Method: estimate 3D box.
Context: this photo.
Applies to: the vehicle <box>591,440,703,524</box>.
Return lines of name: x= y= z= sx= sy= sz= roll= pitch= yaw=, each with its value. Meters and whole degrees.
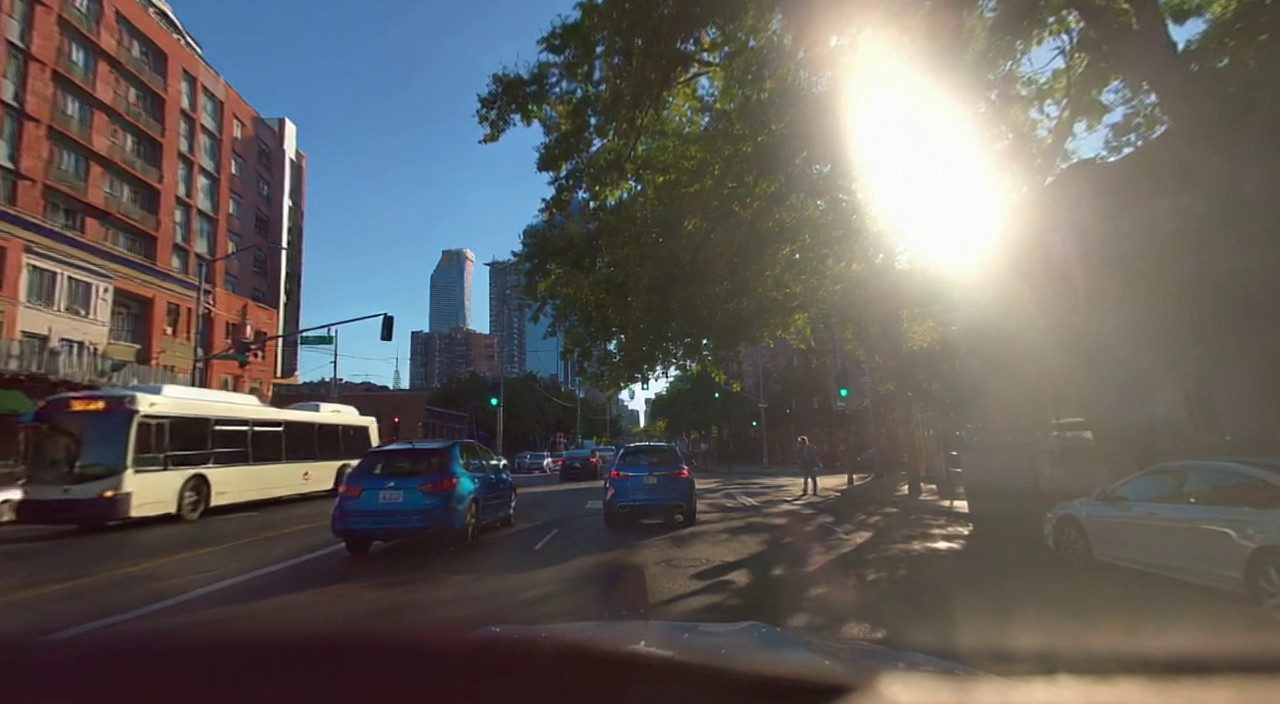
vehicle: x=0.088 y=2.633 z=13.258 sx=2.022 sy=1.481 sz=3.564 roll=0 pitch=-9 yaw=-1

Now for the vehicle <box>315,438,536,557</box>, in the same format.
vehicle: x=-3.098 y=2.202 z=10.320 sx=1.970 sy=1.492 sz=4.534 roll=0 pitch=-9 yaw=1

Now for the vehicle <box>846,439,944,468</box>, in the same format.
vehicle: x=16.424 y=6.562 z=40.780 sx=5.345 sy=1.811 sz=2.175 roll=0 pitch=-9 yaw=-1

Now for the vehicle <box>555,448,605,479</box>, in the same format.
vehicle: x=-3.015 y=5.713 z=32.538 sx=2.131 sy=1.486 sz=4.089 roll=0 pitch=-9 yaw=0

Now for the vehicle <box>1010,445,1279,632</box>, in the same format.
vehicle: x=5.987 y=1.661 z=6.210 sx=1.873 sy=1.453 sz=4.579 roll=0 pitch=-9 yaw=0

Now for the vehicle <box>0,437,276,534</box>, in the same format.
vehicle: x=-10.323 y=2.734 z=13.551 sx=2.252 sy=1.701 sz=4.404 roll=0 pitch=-9 yaw=1
